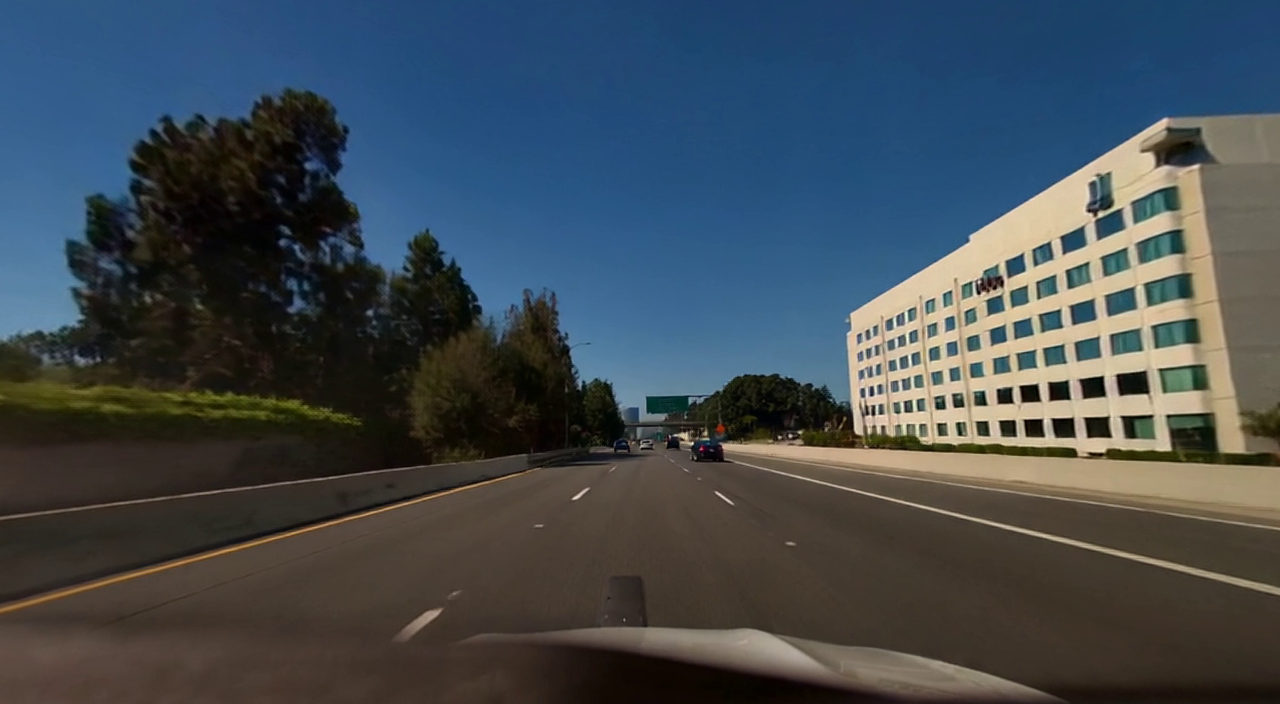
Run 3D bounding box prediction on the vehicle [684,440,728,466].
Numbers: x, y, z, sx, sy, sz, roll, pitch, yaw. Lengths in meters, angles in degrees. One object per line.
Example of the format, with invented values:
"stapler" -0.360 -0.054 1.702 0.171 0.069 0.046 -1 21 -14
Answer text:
"vehicle" 3.799 5.898 37.058 2.069 1.431 4.313 0 -8 -1
